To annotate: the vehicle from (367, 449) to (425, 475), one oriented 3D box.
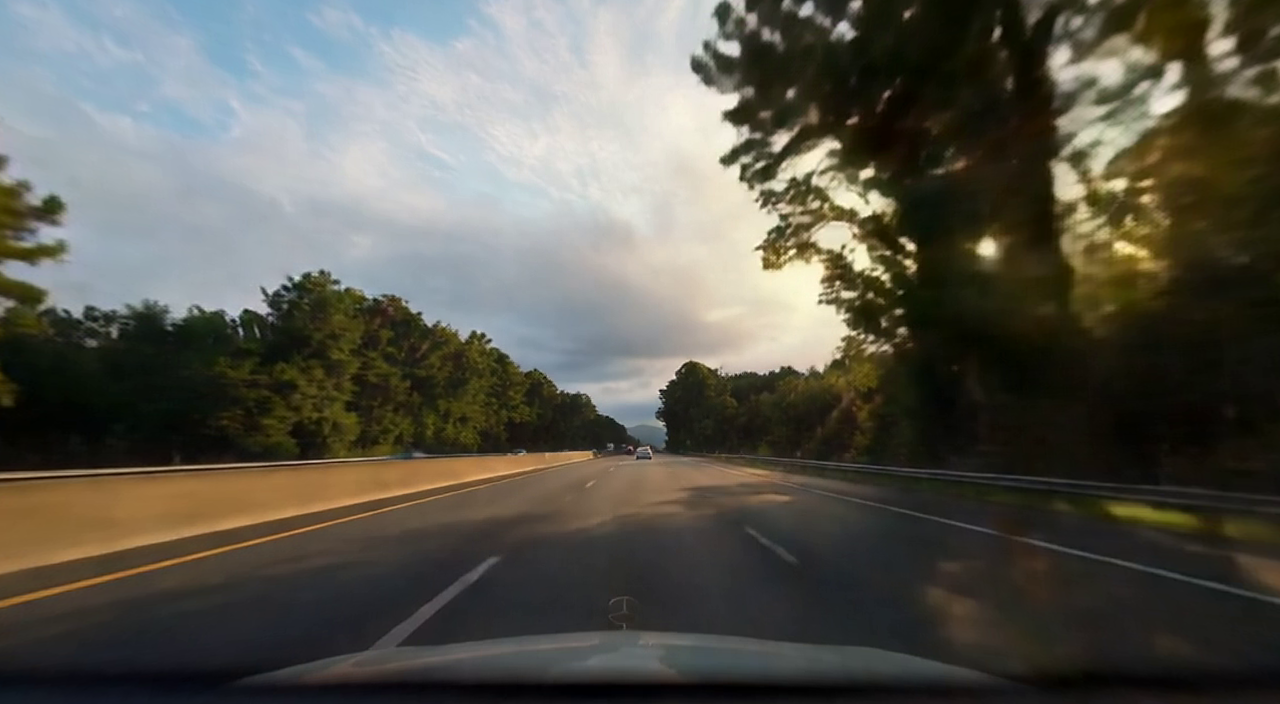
[{"bbox_3d":[-15.212,6.873,39.507,1.922,1.539,4.090,0,-9,1],"label":"vehicle"}]
